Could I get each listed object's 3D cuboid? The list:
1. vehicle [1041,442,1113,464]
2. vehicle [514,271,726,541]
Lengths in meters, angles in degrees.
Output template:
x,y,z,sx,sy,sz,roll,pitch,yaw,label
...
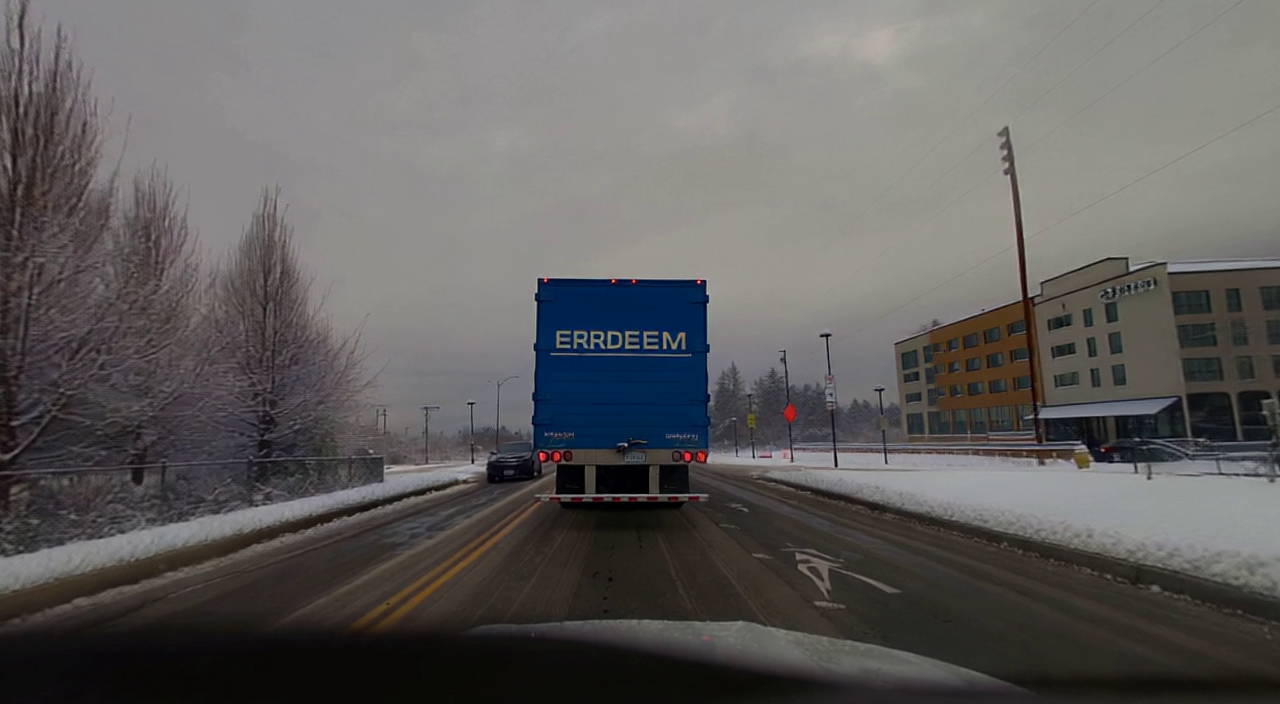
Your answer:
x,y,z,sx,sy,sz,roll,pitch,yaw,label
31.362,7.212,45.152,1.652,1.423,3.797,5,-9,-36,vehicle
-0.187,1.329,13.386,2.876,3.724,9.351,-1,-8,1,vehicle
